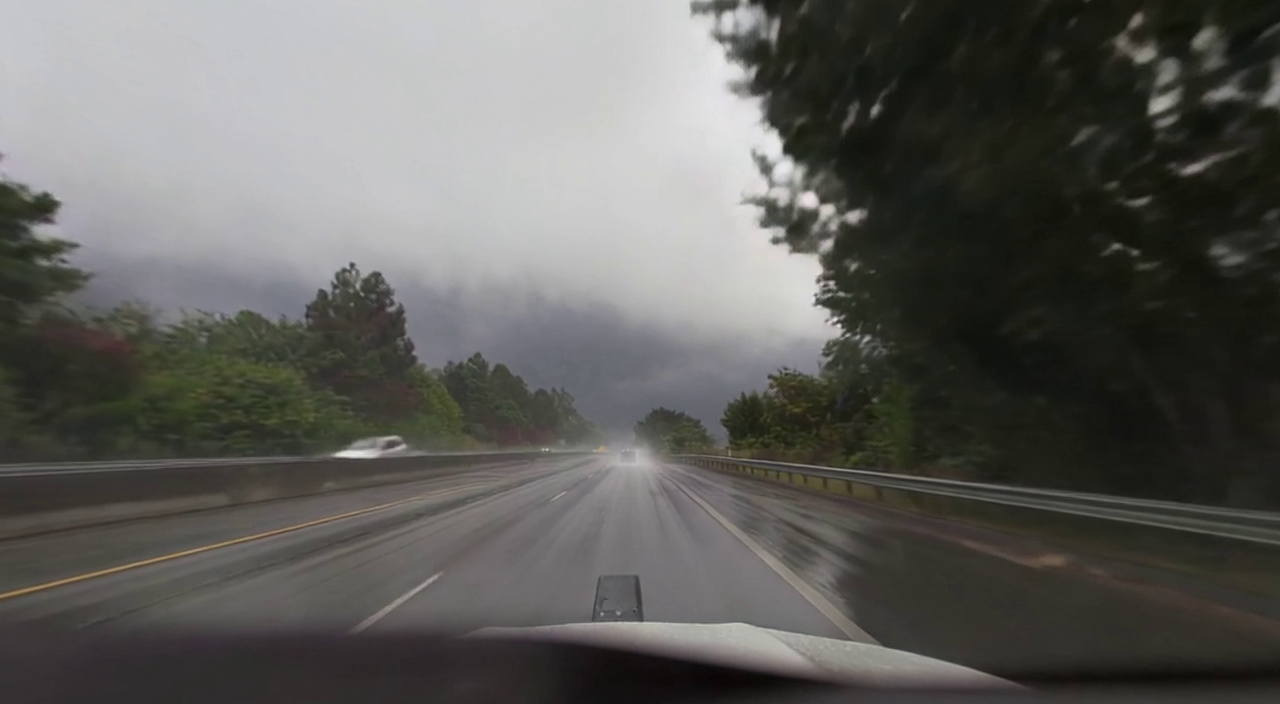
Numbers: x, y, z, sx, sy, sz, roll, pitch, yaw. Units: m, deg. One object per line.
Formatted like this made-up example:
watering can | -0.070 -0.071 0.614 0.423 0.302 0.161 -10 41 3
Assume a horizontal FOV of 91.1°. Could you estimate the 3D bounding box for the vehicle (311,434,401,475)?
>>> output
vehicle | -11.992 4.338 26.808 1.917 1.560 4.168 0 -8 -1
